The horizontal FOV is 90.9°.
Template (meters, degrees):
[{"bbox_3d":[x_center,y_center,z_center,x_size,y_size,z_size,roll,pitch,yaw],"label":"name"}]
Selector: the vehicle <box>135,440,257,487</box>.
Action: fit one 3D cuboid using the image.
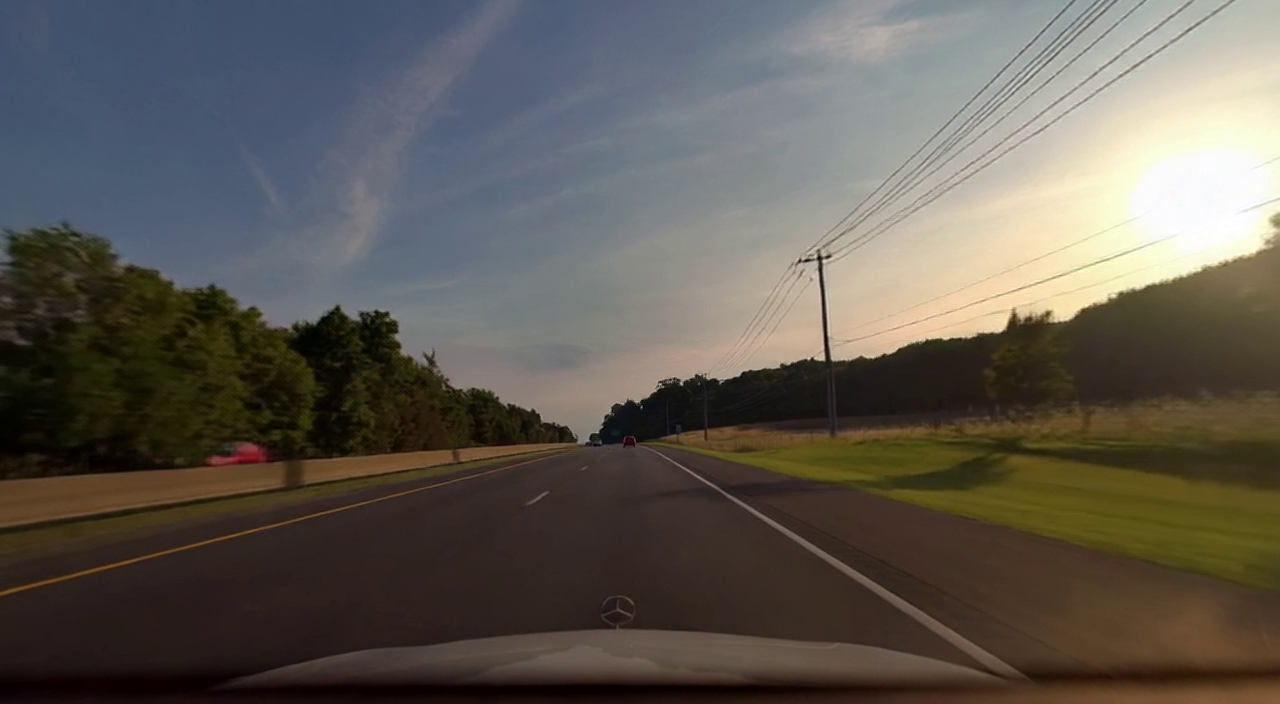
[{"bbox_3d":[-19.032,4.754,27.347,1.910,1.699,4.738,-5,-8,0],"label":"vehicle"}]
